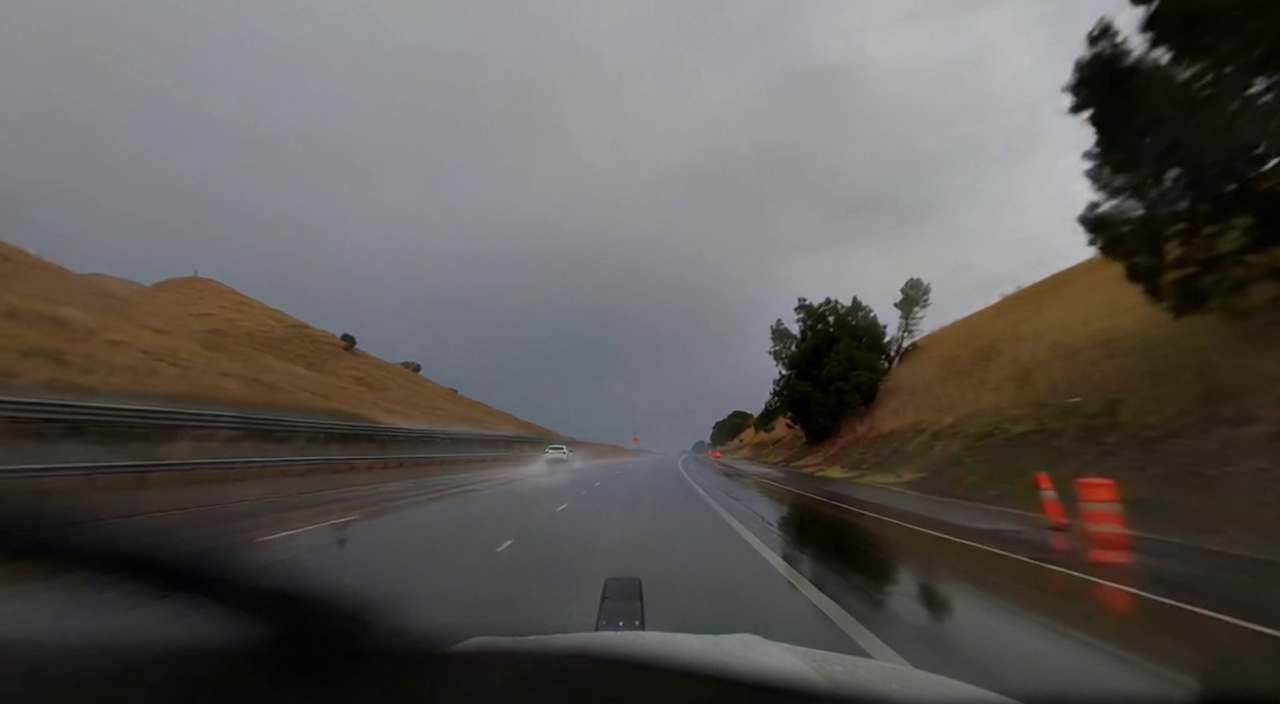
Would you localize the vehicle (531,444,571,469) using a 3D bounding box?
[{"bbox_3d":[-5.992,7.122,43.020,2.042,1.585,4.162,0,-9,1],"label":"vehicle"}]
